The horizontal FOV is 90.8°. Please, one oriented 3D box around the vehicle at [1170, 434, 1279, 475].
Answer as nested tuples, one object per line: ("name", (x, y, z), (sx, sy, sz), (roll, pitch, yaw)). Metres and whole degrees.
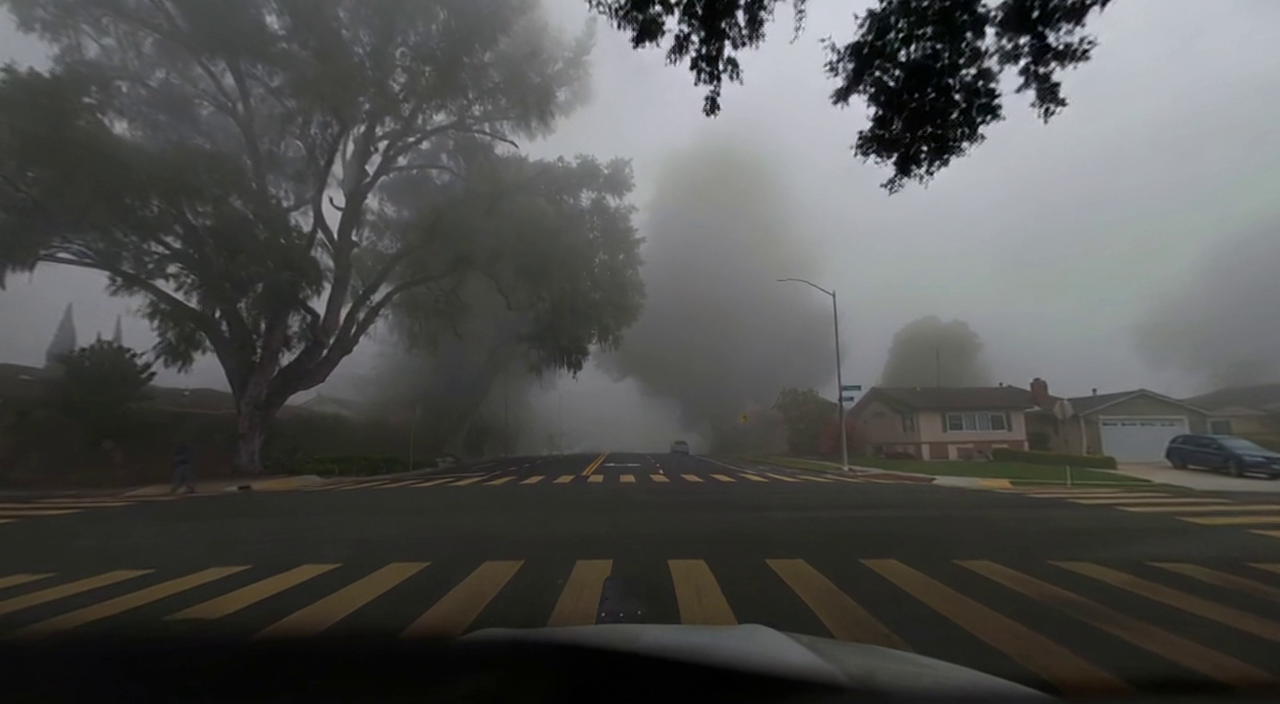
("vehicle", (26.563, 4.442, 27.608), (2.152, 1.606, 5.402), (0, -8, 1))
